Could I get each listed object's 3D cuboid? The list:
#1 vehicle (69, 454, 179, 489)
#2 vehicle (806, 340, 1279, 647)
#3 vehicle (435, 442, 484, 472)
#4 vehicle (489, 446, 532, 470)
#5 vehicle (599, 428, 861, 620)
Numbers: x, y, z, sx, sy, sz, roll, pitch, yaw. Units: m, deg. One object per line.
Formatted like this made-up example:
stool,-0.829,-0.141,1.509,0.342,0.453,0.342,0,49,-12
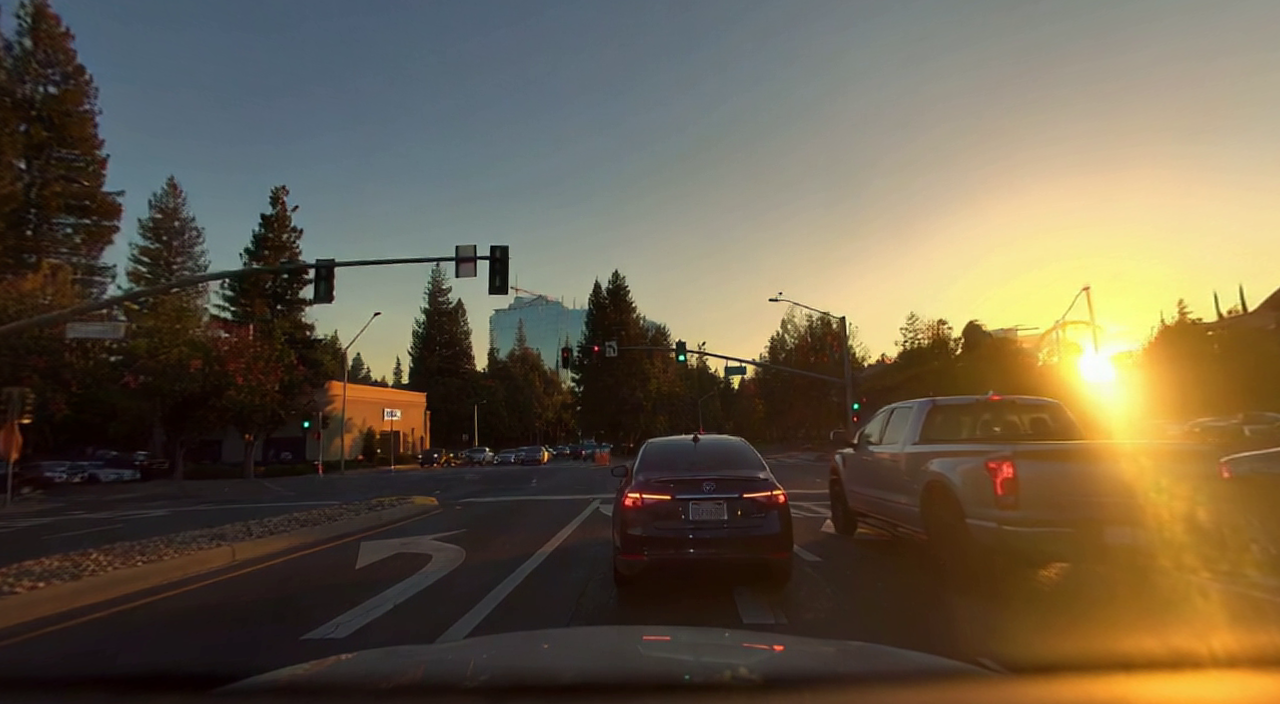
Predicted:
vehicle,-29.082,6.700,35.591,4.789,1.828,2.025,-2,-9,10
vehicle,3.807,1.345,7.088,2.358,2.116,5.328,0,-8,-1
vehicle,-11.876,6.919,41.782,1.991,1.844,4.393,0,-8,-1
vehicle,-8.460,6.983,41.631,2.002,1.469,4.301,0,-8,-1
vehicle,0.611,1.601,6.811,2.038,1.447,3.756,0,-8,-3
